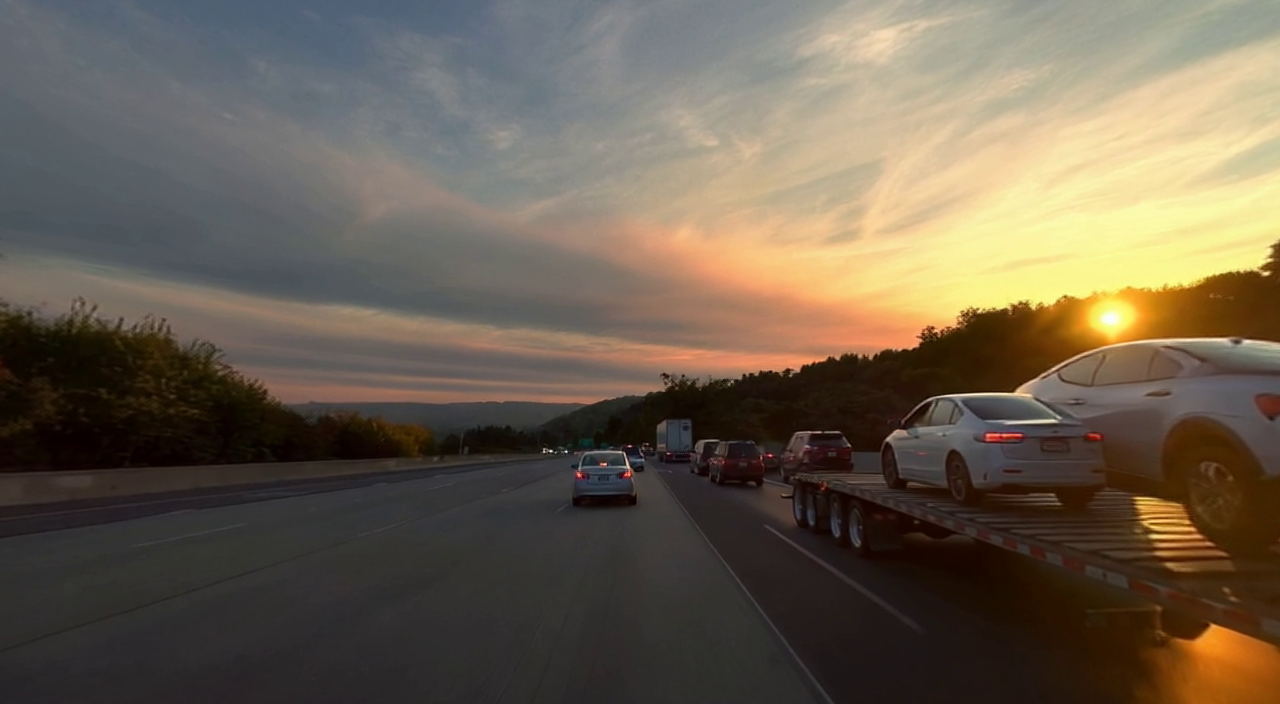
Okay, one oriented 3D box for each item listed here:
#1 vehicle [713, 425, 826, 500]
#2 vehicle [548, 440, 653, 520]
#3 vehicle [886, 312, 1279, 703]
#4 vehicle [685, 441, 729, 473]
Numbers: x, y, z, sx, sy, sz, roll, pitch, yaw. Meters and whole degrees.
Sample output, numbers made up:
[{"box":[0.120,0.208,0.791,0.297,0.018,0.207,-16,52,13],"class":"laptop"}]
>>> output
[{"box":[3.536,3.115,18.056,2.303,1.889,3.920,0,-9,-1],"class":"vehicle"},{"box":[-0.732,2.707,13.765,1.991,1.466,3.675,0,-9,0],"class":"vehicle"},{"box":[3.438,0.981,3.926,1.959,1.783,4.407,0,-9,-1],"class":"vehicle"},{"box":[3.738,5.940,35.834,1.938,1.660,4.223,0,-9,-1],"class":"vehicle"}]
